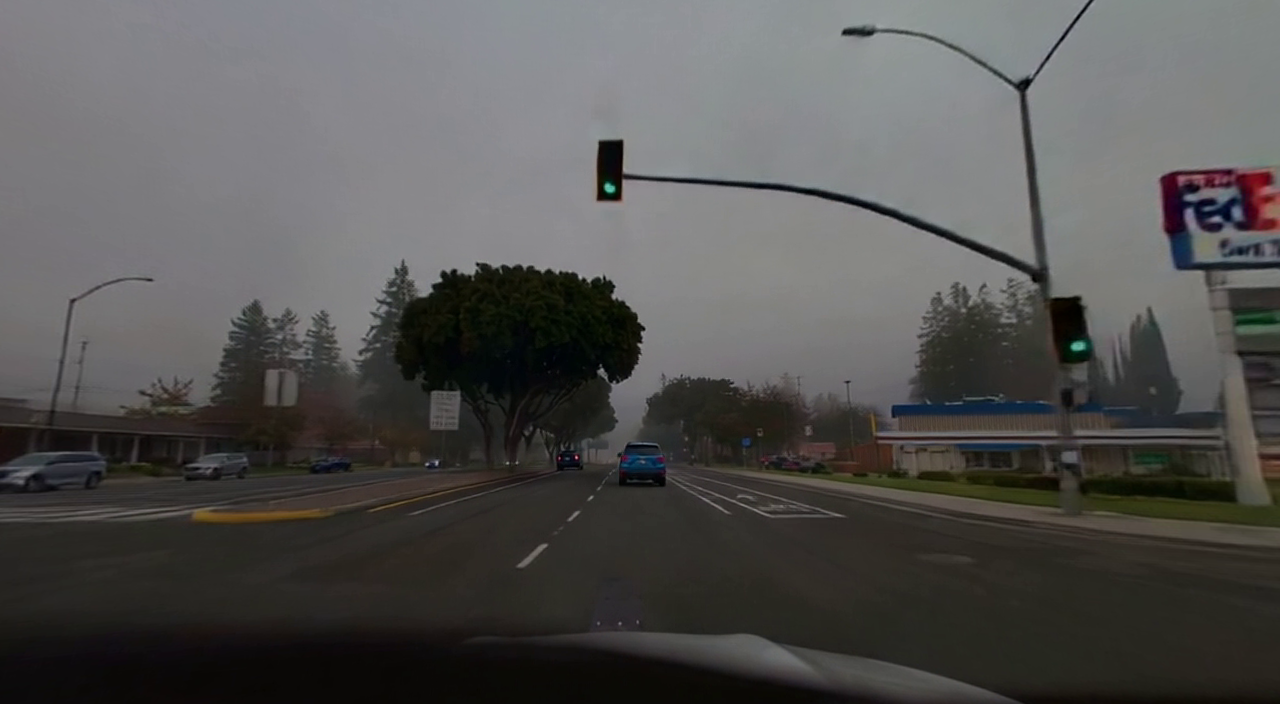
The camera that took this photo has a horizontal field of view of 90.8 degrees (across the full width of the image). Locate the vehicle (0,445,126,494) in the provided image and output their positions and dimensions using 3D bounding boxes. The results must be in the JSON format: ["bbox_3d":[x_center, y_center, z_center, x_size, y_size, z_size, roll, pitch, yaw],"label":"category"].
[{"bbox_3d":[-25.720,5.026,27.574,2.182,1.906,5.364,0,-9,-2],"label":"vehicle"}]

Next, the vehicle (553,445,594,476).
[{"bbox_3d":[-4.172,6.906,40.447,2.202,1.856,4.516,0,-9,-1],"label":"vehicle"}]

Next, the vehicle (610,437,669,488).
[{"bbox_3d":[-0.080,4.632,26.879,2.273,1.909,5.075,0,-9,-1],"label":"vehicle"}]

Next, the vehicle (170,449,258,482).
[{"bbox_3d":[-26.213,6.966,39.153,2.111,1.839,4.932,0,-9,-2],"label":"vehicle"}]
